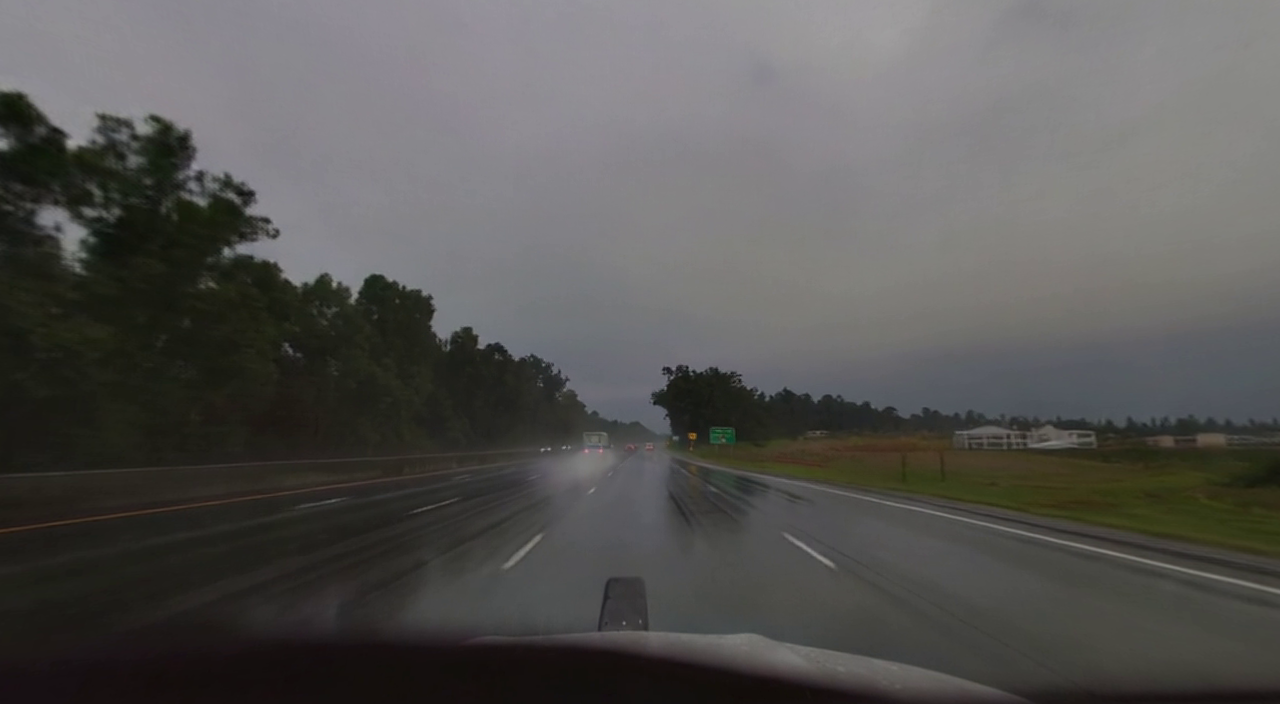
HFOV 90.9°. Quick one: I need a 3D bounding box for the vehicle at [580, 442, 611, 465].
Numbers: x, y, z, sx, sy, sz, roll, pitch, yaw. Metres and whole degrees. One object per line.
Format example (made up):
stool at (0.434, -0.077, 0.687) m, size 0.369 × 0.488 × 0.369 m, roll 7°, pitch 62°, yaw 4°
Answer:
vehicle at (-3.281, 7.531, 46.919) m, size 1.993 × 1.589 × 3.898 m, roll 0°, pitch -8°, yaw 0°
